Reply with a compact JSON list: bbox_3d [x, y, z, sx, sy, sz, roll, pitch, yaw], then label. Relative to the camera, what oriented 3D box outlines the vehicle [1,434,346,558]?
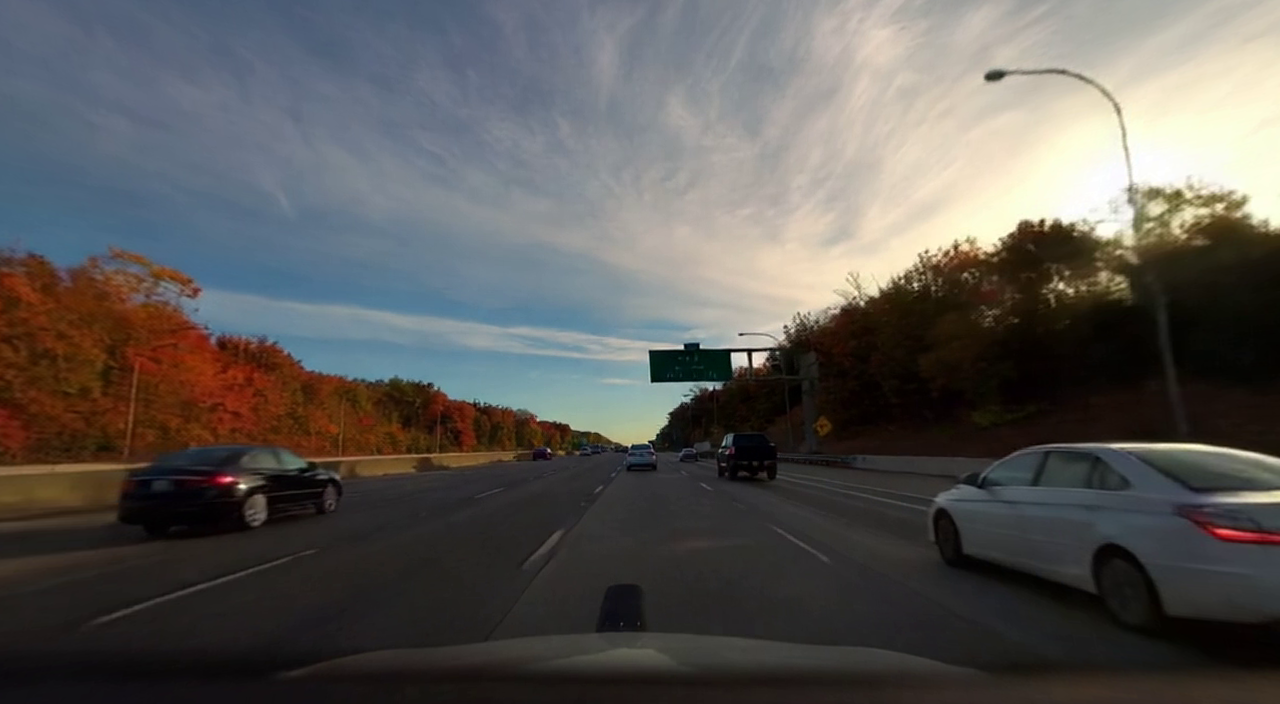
[{"bbox_3d":[-6.901,2.152,10.189,2.014,1.526,4.577,0,-9,1],"label":"vehicle"}]

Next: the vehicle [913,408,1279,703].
[{"bbox_3d":[4.065,1.274,4.554,2.057,1.508,4.767,0,-9,0],"label":"vehicle"}]

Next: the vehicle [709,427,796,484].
[{"bbox_3d":[4.292,4.115,25.194,2.388,1.998,5.749,0,-9,0],"label":"vehicle"}]

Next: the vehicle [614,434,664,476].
[{"bbox_3d":[0.000,5.272,32.455,2.372,1.957,5.121,0,-9,1],"label":"vehicle"}]
